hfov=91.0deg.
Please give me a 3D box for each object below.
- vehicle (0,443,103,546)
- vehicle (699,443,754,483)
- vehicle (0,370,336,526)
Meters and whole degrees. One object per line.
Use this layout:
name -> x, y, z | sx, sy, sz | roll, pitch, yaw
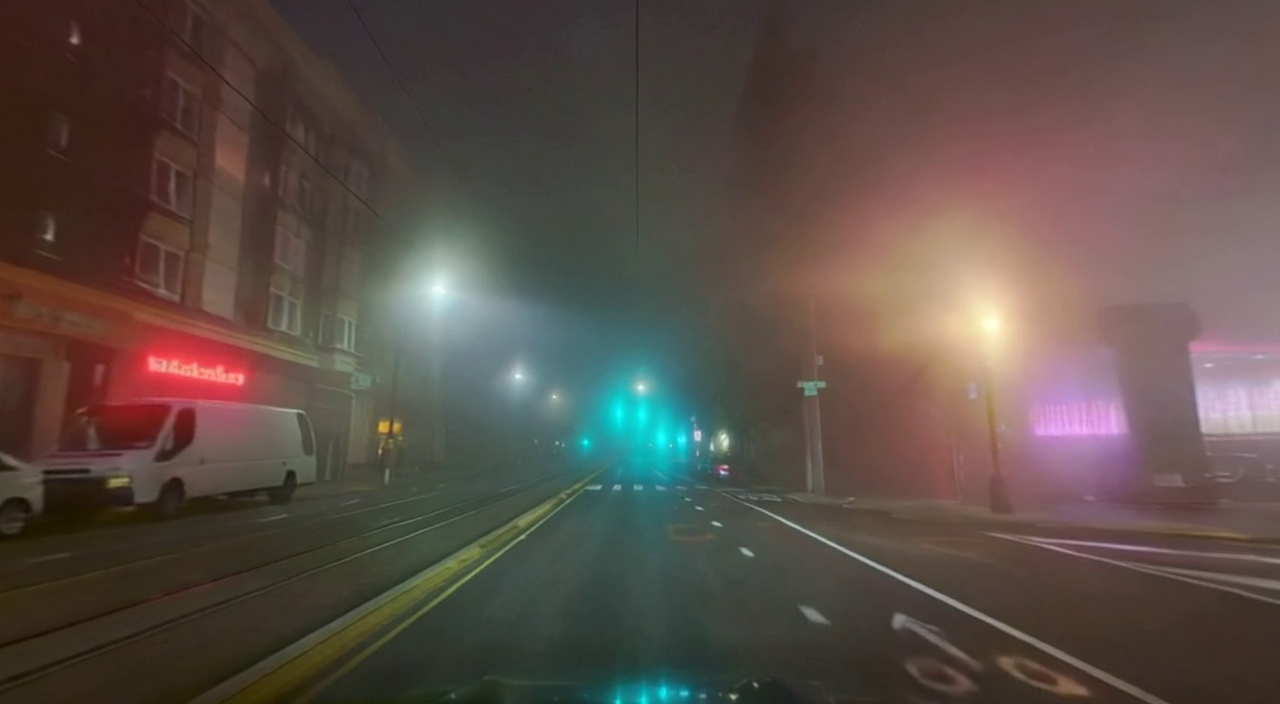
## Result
vehicle -> -10.224, 1.996, 8.413 | 1.789, 1.484, 4.916 | -1, -8, 0
vehicle -> 3.564, 4.606, 26.527 | 1.819, 1.546, 3.681 | 0, -8, 1
vehicle -> -10.687, 2.304, 15.571 | 2.378, 2.765, 7.920 | 2, -8, 0
